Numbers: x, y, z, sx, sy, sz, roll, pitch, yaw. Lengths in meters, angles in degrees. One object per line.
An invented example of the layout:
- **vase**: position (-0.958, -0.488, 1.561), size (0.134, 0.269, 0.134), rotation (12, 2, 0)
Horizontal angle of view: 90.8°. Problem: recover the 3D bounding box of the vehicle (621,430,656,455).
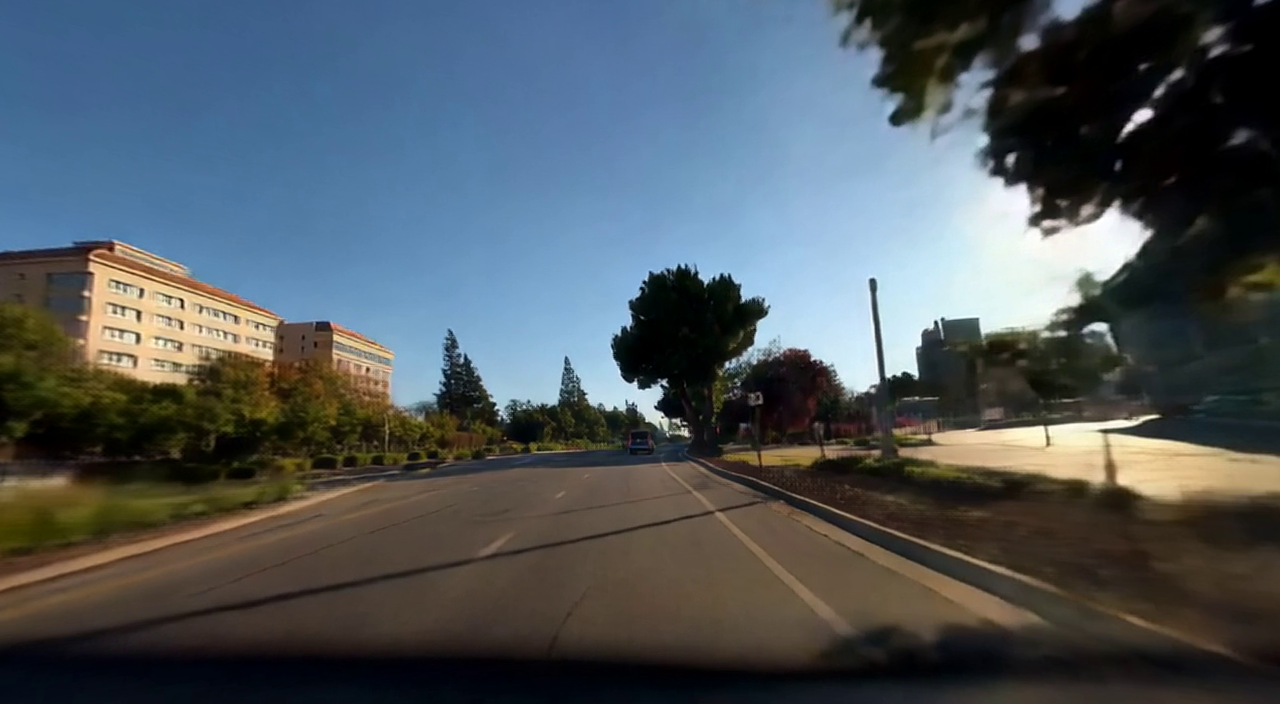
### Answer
- **vehicle**: position (-0.058, 6.901, 48.194), size (2.370, 1.781, 4.440), rotation (0, -8, 3)
